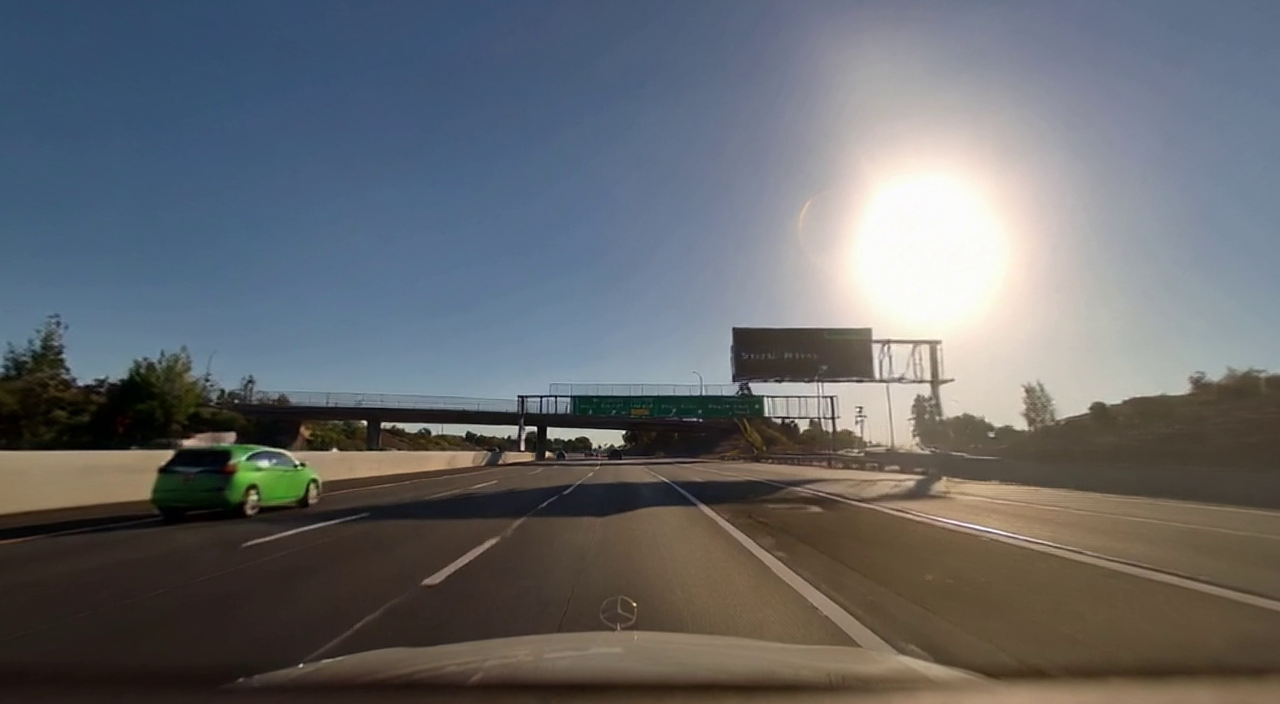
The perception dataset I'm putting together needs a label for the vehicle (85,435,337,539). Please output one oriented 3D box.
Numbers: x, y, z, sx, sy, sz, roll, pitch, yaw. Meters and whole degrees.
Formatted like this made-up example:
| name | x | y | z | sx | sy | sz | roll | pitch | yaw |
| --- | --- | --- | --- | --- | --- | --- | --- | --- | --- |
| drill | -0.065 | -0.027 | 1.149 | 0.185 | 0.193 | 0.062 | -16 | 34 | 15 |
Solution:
| name | x | y | z | sx | sy | sz | roll | pitch | yaw |
| --- | --- | --- | --- | --- | --- | --- | --- | --- | --- |
| vehicle | -7.746 | 2.450 | 12.041 | 1.924 | 1.601 | 4.115 | 0 | -9 | -1 |
